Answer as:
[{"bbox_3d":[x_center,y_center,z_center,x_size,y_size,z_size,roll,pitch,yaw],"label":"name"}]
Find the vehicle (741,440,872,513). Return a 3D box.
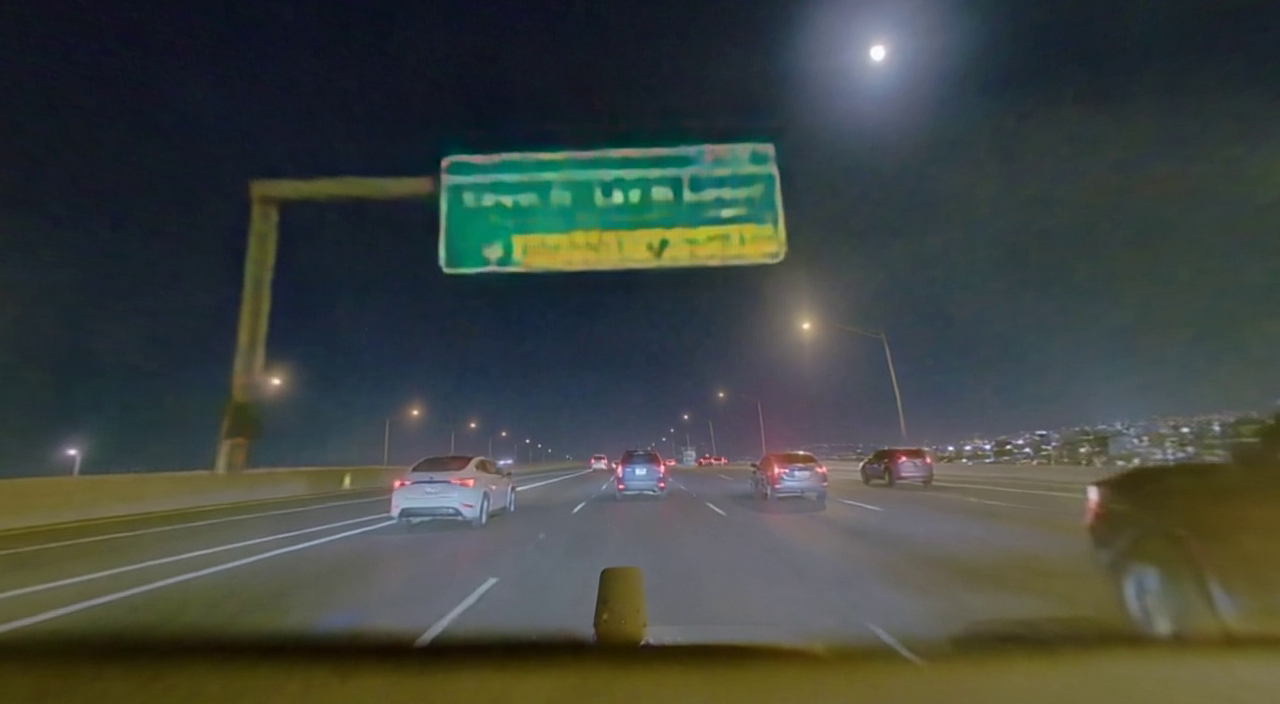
[{"bbox_3d":[4.145,3.168,16.502,2.210,1.625,4.249,0,-9,-1],"label":"vehicle"}]

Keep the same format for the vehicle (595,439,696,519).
[{"bbox_3d":[0.130,2.956,15.198,2.099,1.640,4.134,0,-9,1],"label":"vehicle"}]

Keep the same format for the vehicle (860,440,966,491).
[{"bbox_3d":[10.566,4.406,24.749,2.133,1.770,4.537,0,-9,0],"label":"vehicle"}]

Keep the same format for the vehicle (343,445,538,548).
[{"bbox_3d":[-3.349,2.497,11.697,2.011,1.510,4.698,0,-9,1],"label":"vehicle"}]

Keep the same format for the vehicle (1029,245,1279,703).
[{"bbox_3d":[3.909,0.403,1.045,2.732,2.065,5.826,0,-9,0],"label":"vehicle"}]
